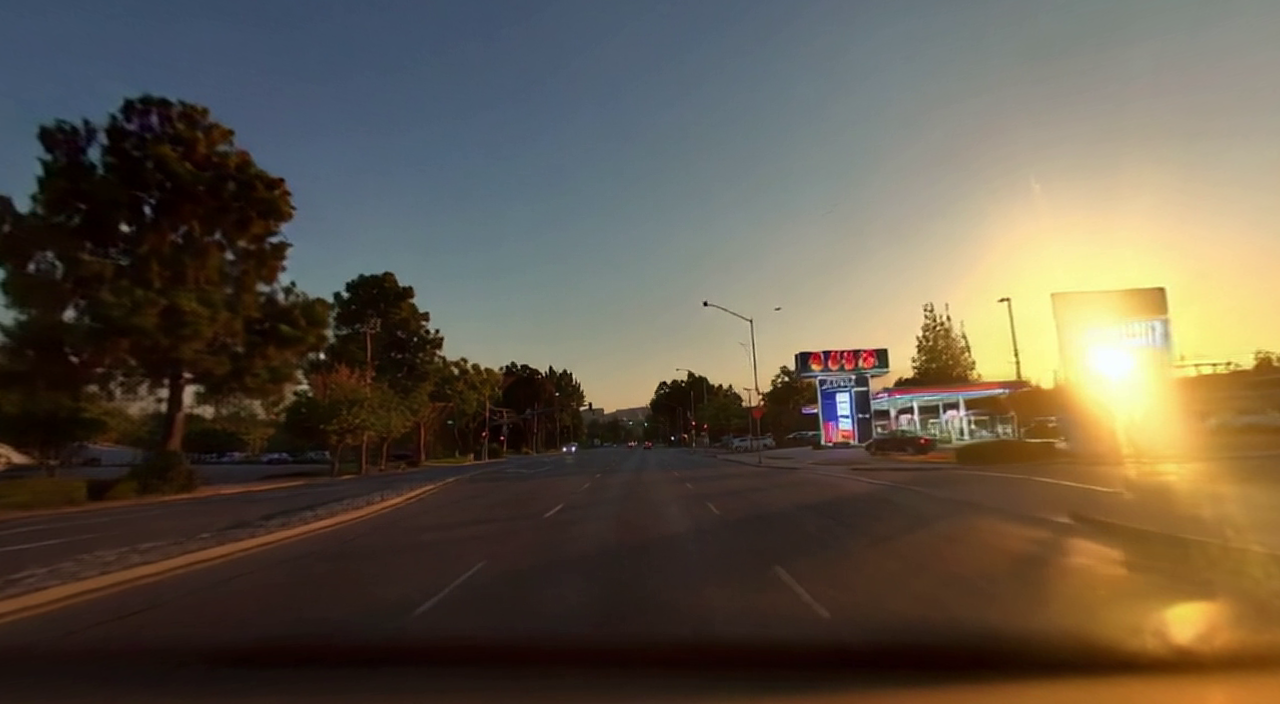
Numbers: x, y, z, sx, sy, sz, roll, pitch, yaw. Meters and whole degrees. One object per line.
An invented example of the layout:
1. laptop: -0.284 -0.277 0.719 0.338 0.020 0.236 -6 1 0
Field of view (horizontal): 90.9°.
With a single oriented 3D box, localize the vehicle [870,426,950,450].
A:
1. vehicle: 18.357 5.882 42.886 4.812 1.567 2.123 -4 -9 24
